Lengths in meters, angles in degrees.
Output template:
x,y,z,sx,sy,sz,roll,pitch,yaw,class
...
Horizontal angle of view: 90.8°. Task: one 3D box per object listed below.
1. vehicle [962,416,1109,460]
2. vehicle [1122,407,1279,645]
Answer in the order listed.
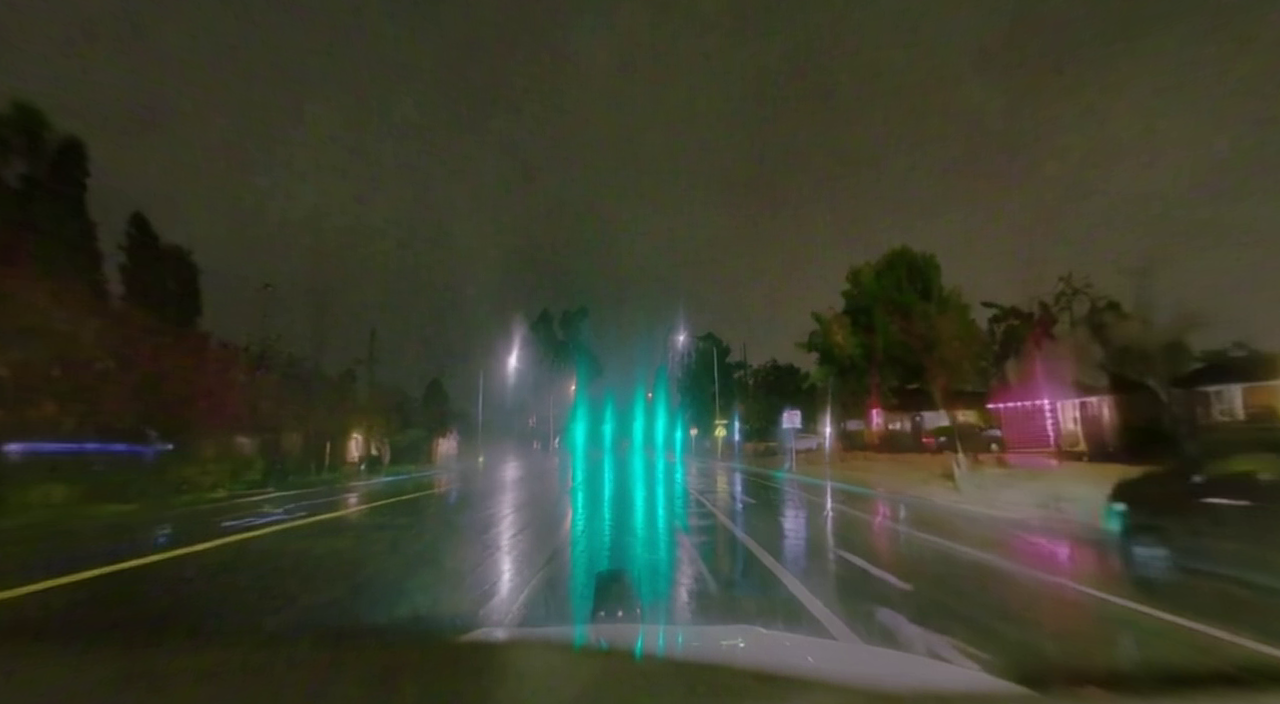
x,y,z,sx,sy,sz,roll,pitch,yaw,class
16.294,3.596,26.221,4.655,1.511,2.045,-3,-9,-1,vehicle
5.217,0.990,3.036,2.098,1.522,4.629,1,-8,-1,vehicle
